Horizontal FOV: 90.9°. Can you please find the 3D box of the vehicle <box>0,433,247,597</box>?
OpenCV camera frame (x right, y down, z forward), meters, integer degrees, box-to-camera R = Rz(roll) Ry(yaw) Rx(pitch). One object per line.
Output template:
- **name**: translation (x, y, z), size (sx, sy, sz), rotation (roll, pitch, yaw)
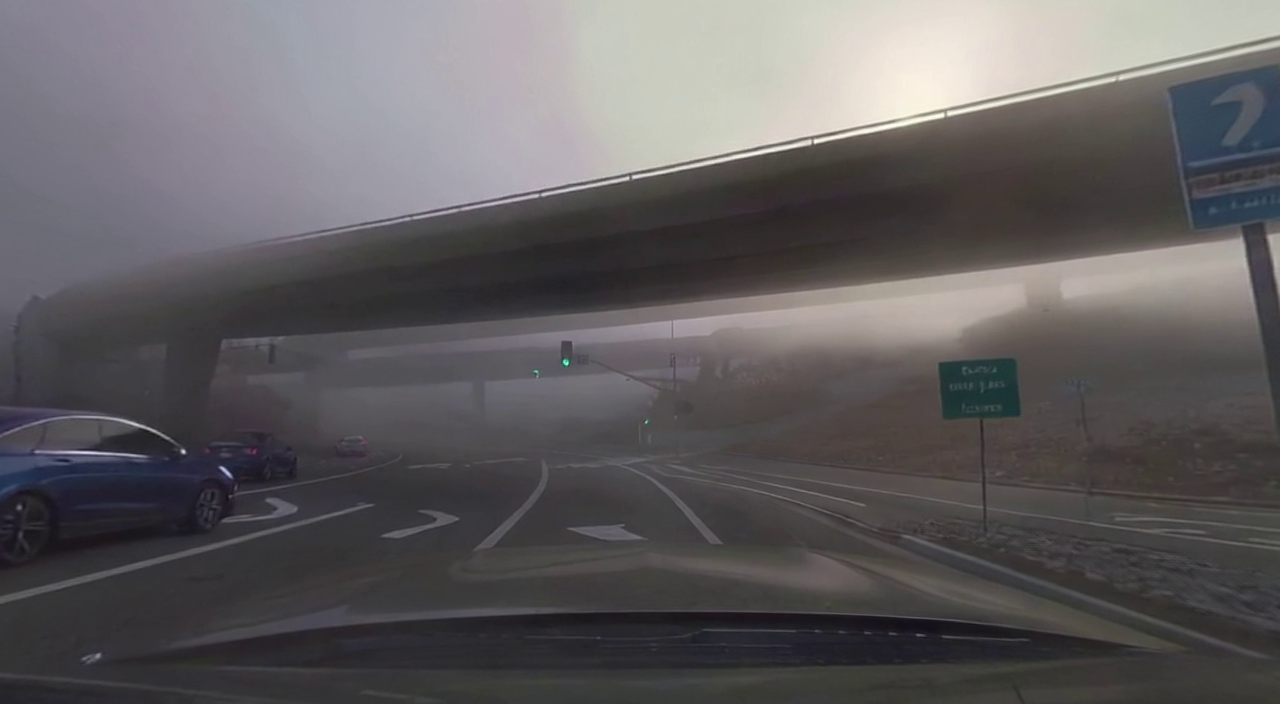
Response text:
- **vehicle**: translation (-7.691, 1.974, 8.497), size (2.108, 1.670, 4.235), rotation (0, -8, -2)
